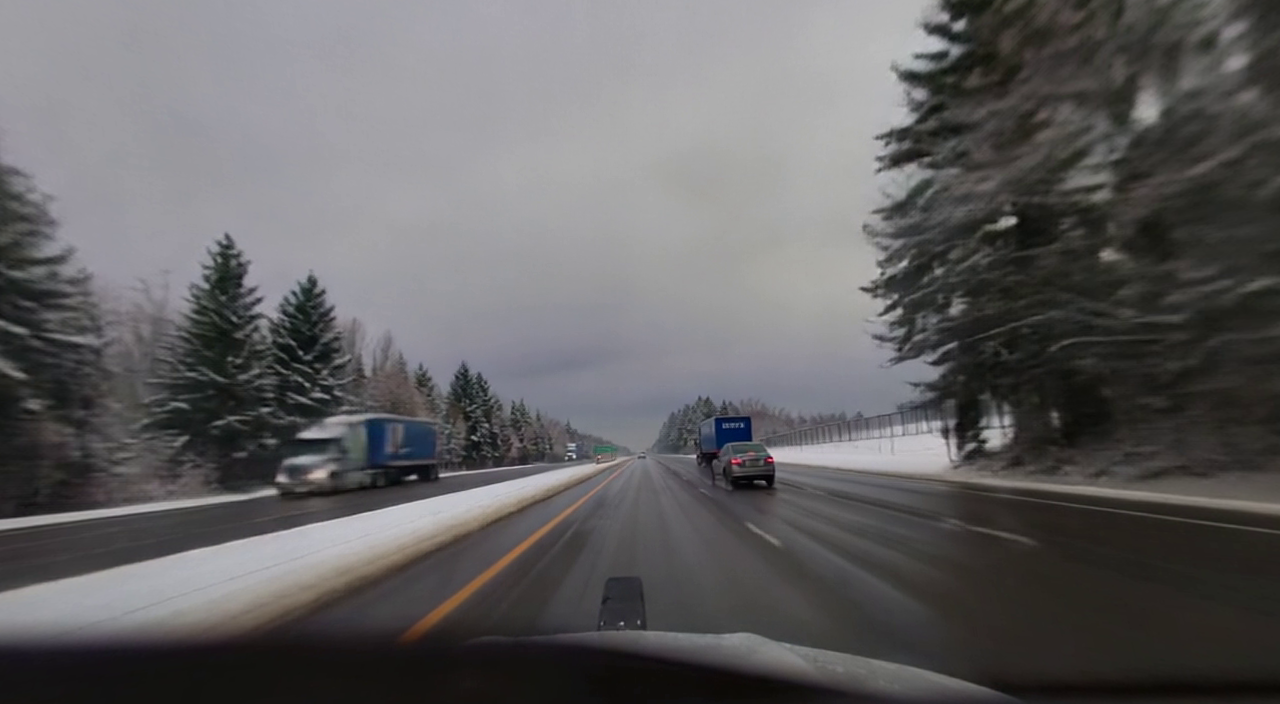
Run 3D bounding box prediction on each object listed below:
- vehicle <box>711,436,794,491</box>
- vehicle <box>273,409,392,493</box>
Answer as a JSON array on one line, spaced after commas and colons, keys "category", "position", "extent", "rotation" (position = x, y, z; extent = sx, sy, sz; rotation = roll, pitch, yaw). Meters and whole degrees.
[{"category": "vehicle", "position": [3.886, 3.939, 22.537], "extent": [2.093, 1.742, 4.167], "rotation": [0, -9, -1]}, {"category": "vehicle", "position": [-15.400, 5.039, 32.193], "extent": [2.984, 3.868, 5.911], "rotation": [0, -9, 0]}]
